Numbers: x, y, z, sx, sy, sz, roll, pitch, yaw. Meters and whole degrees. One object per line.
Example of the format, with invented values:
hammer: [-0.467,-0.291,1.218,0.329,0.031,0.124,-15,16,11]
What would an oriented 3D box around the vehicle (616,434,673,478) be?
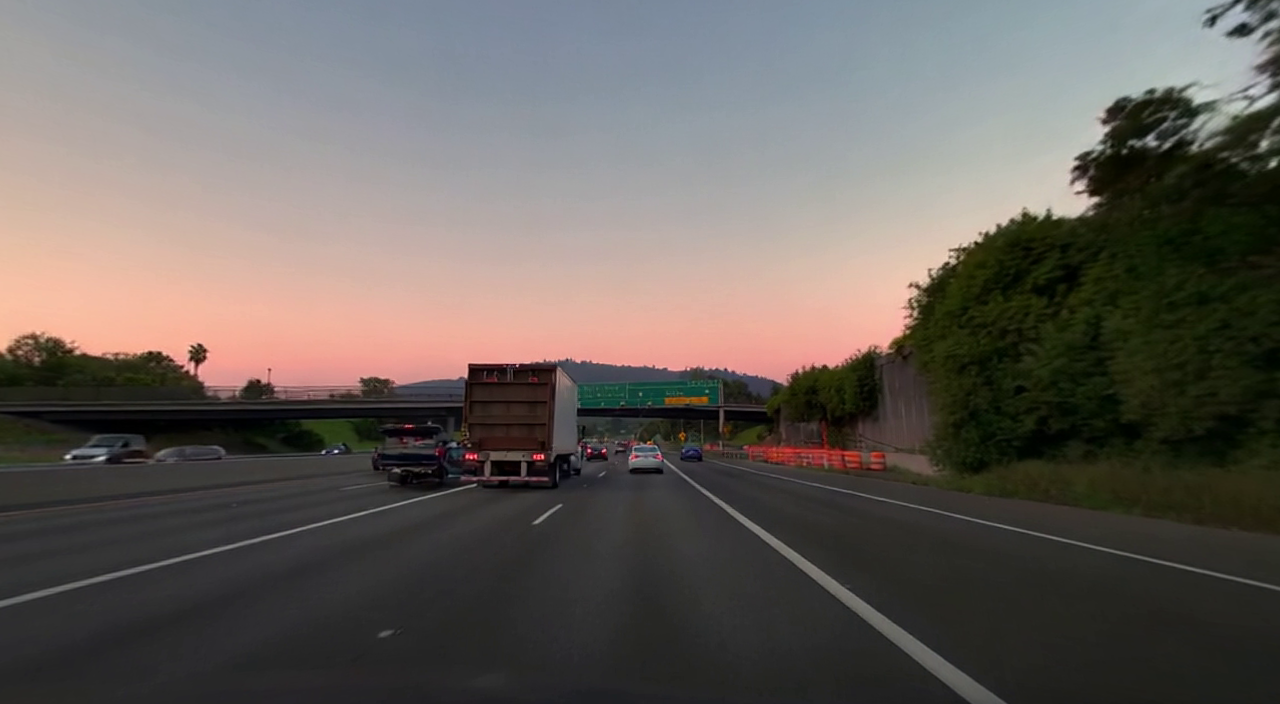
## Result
vehicle: [0.125,4.384,26.963,2.270,1.696,4.061,0,-8,-2]

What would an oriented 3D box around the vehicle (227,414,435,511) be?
vehicle: [-7.458,2.738,16.242,2.309,2.007,5.974,0,-8,0]

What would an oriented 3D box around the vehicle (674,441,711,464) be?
vehicle: [3.501,6.804,42.770,2.003,1.465,4.092,0,-8,-2]

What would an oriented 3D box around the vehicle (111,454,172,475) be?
vehicle: [-35.474,7.980,44.961,1.489,1.364,3.405,0,-8,0]

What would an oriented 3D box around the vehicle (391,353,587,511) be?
vehicle: [-3.602,2.427,18.728,3.075,3.276,11.073,0,-8,0]
